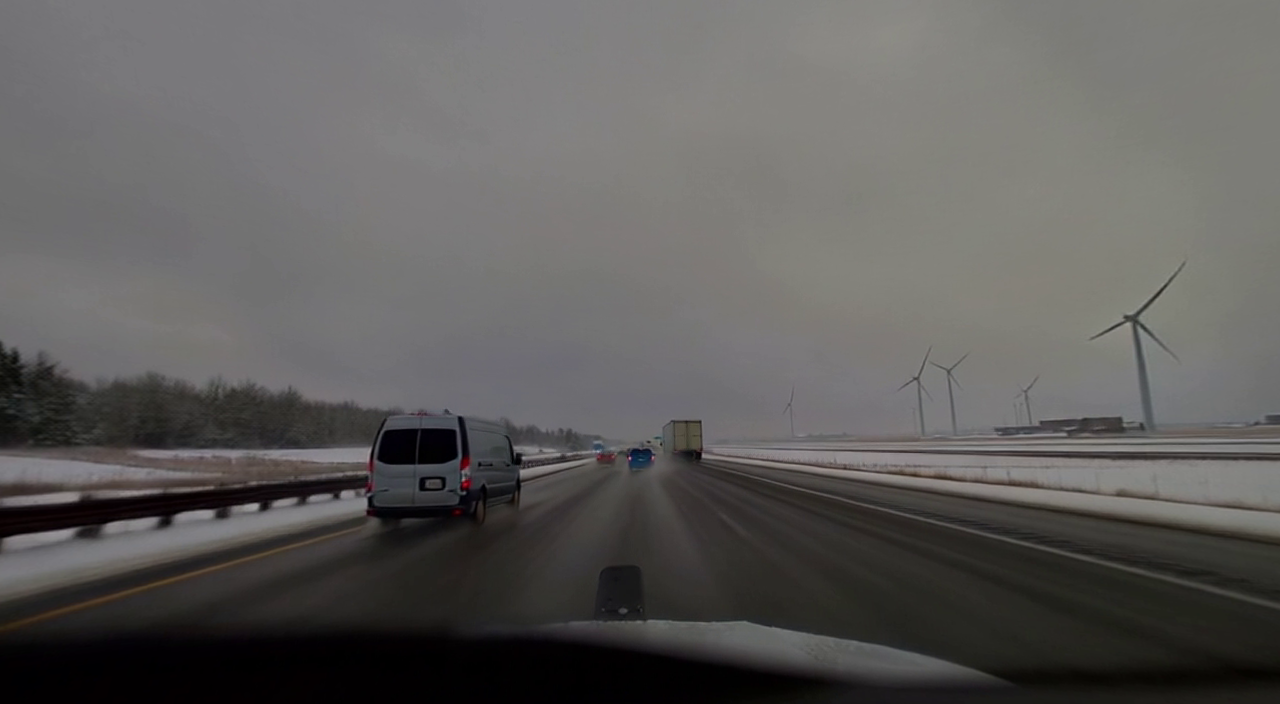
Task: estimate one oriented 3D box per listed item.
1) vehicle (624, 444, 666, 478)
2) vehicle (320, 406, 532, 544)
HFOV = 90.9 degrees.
[{"bbox_3d":[0.276,5.753,33.422,2.083,1.689,4.083,0,-9,0],"label":"vehicle"},{"bbox_3d":[-3.535,2.173,11.634,2.238,1.984,4.650,0,-9,0],"label":"vehicle"}]
